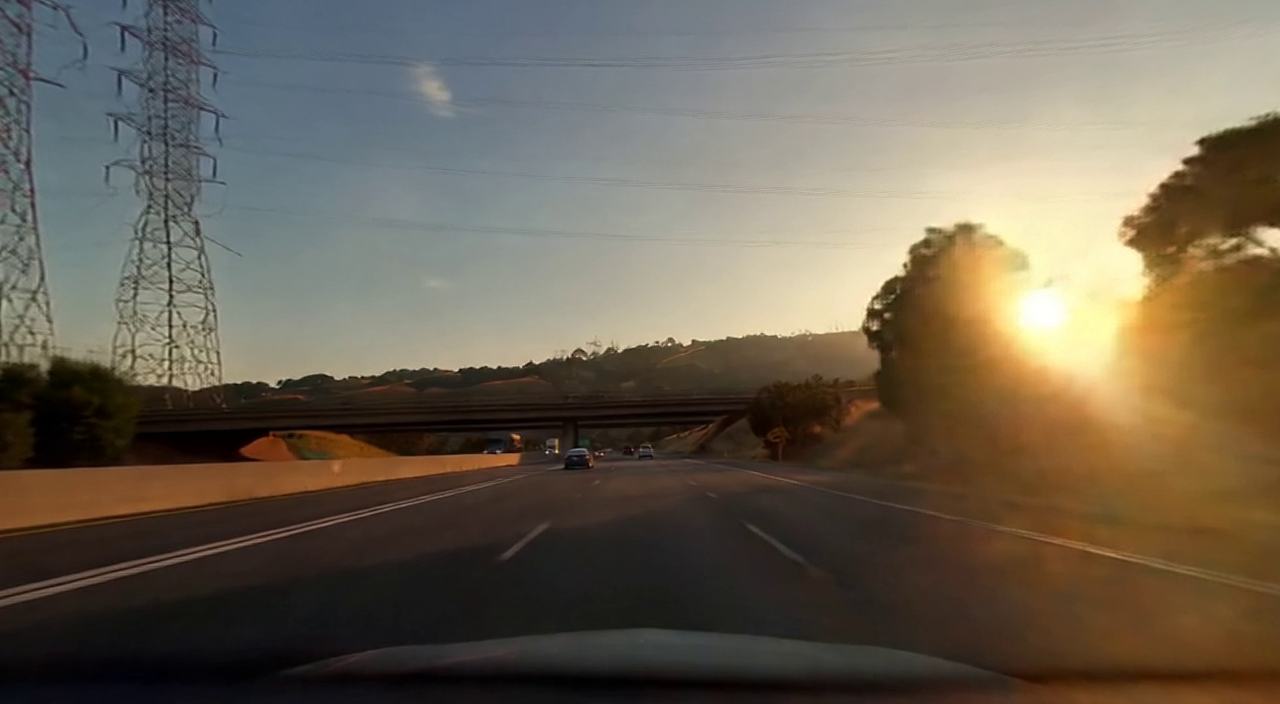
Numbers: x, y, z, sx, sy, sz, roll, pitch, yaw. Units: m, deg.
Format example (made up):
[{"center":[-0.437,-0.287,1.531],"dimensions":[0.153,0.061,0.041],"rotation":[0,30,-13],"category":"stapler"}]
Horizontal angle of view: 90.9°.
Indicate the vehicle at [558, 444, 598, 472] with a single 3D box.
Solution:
[{"center":[-3.656,6.333,37.666],"dimensions":[1.924,1.550,4.165],"rotation":[0,-9,0],"category":"vehicle"}]
